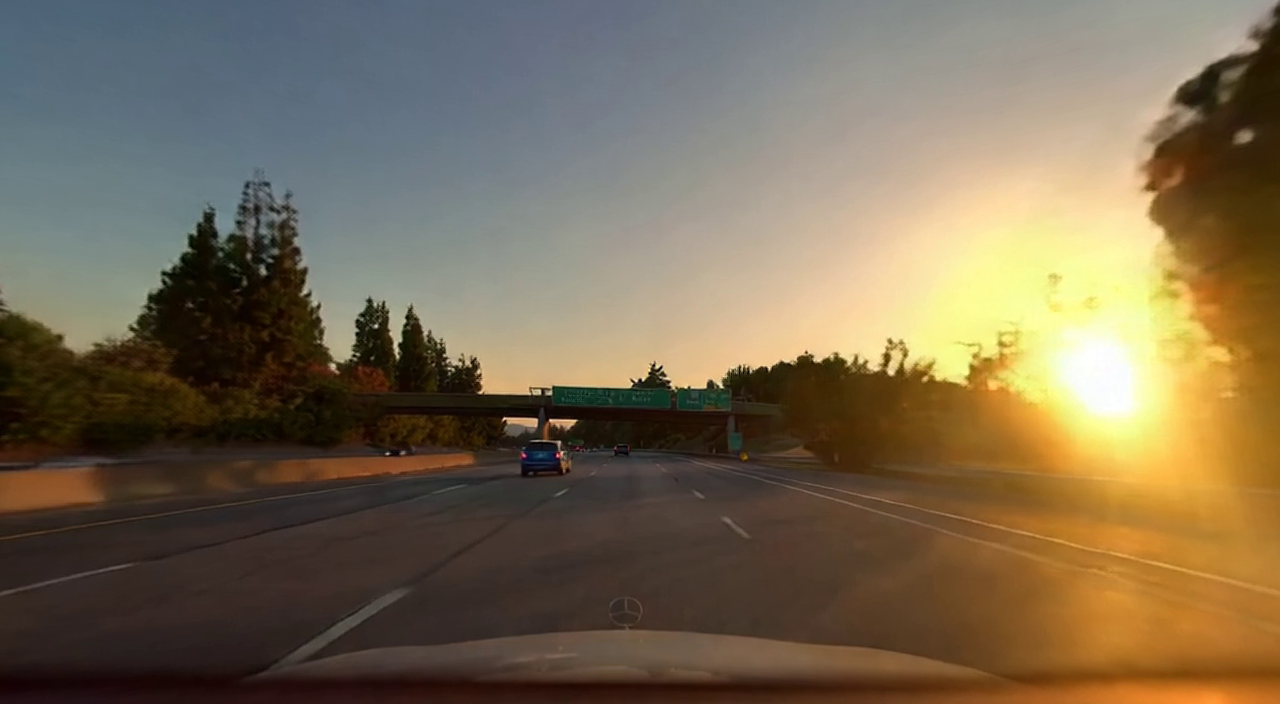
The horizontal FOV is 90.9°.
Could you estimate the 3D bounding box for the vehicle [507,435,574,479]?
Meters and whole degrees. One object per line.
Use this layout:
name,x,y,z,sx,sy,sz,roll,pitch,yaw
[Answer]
vehicle,-4.144,4.458,27.071,2.162,1.724,4.537,0,-8,-1
